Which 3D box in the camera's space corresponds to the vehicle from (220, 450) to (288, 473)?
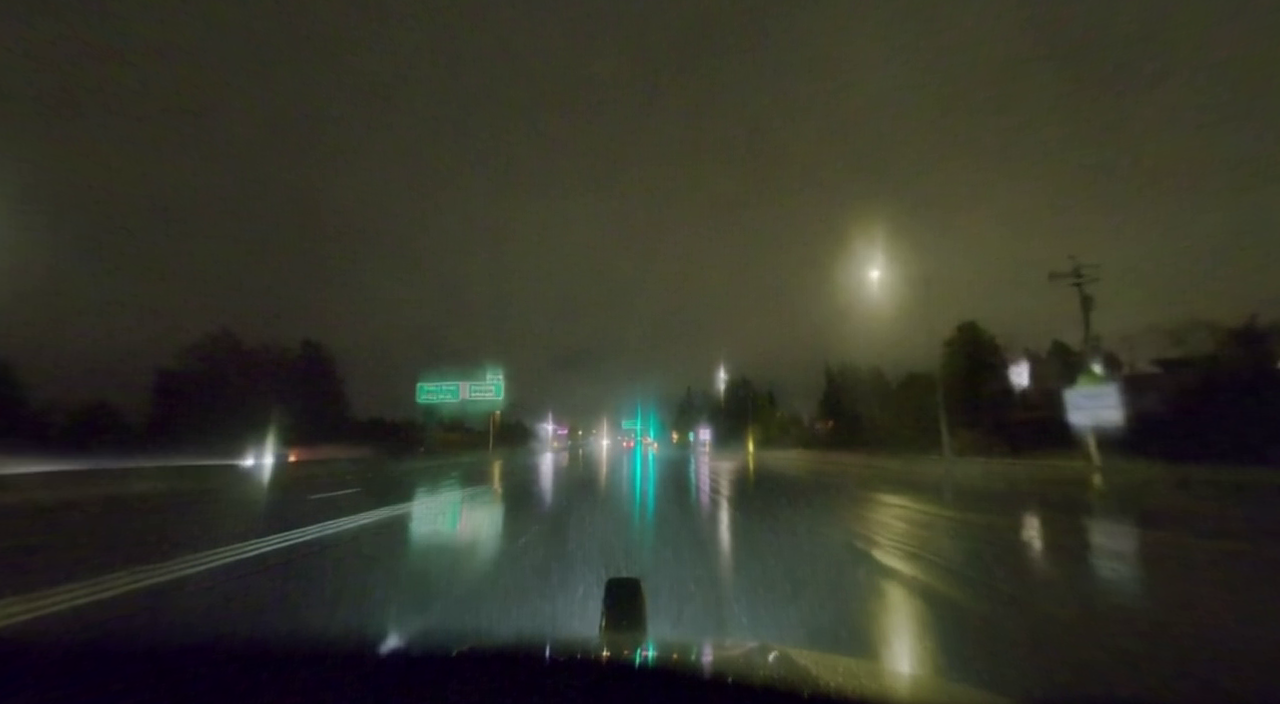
[{"bbox_3d":[-27.137,7.673,44.501,1.863,1.509,4.466,-1,-9,2],"label":"vehicle"}]
